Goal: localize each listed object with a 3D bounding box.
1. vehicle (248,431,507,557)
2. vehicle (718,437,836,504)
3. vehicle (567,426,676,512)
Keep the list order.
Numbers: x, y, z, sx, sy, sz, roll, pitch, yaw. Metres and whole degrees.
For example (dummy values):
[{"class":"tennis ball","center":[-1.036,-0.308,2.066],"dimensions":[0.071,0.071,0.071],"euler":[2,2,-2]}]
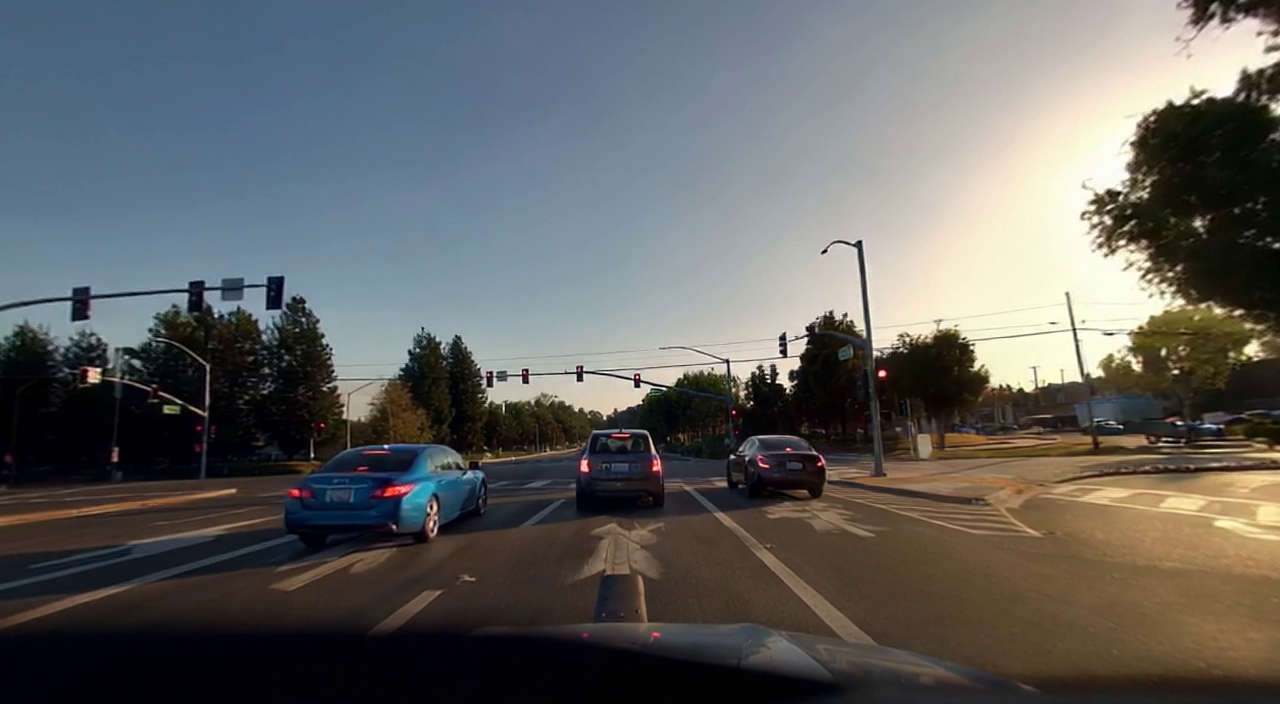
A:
[{"class":"vehicle","center":[-3.581,2.018,9.763],"dimensions":[2.052,1.472,4.479],"euler":[0,-8,0]},{"class":"vehicle","center":[3.280,2.928,16.123],"dimensions":[1.970,1.449,4.433],"euler":[0,-8,-1]},{"class":"vehicle","center":[-0.351,2.490,13.840],"dimensions":[2.038,1.599,3.844],"euler":[0,-8,0]}]
